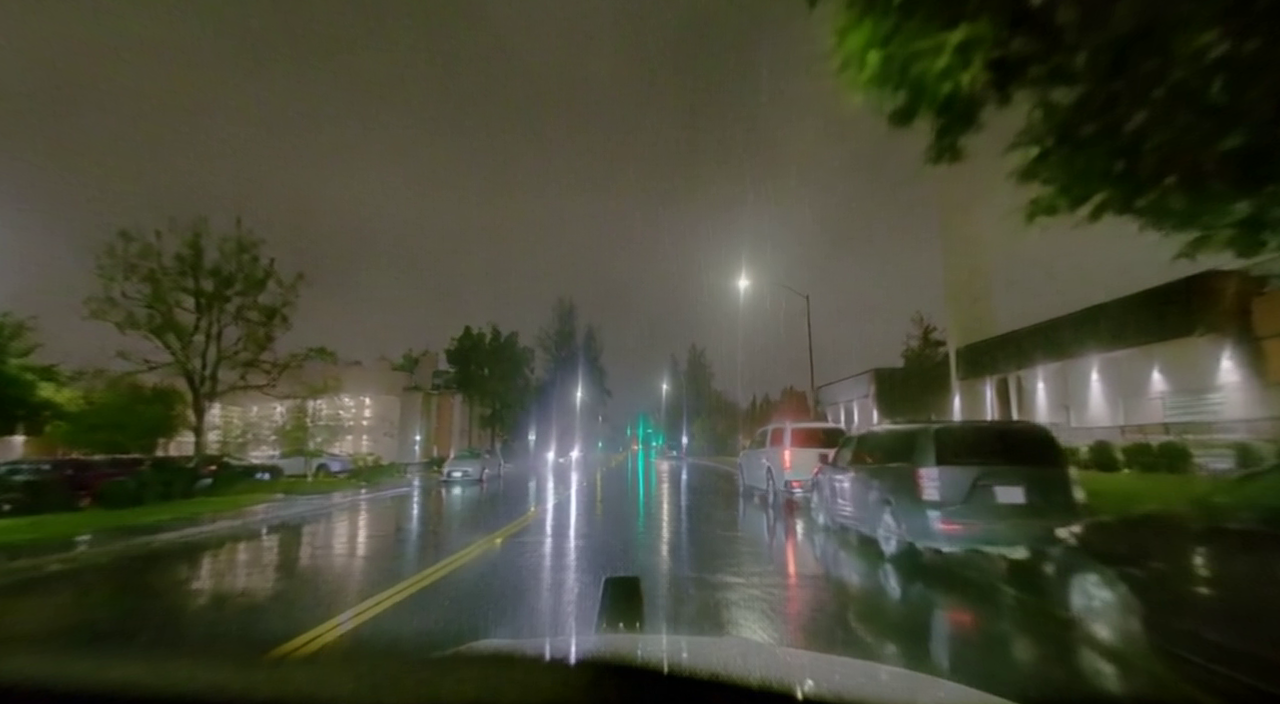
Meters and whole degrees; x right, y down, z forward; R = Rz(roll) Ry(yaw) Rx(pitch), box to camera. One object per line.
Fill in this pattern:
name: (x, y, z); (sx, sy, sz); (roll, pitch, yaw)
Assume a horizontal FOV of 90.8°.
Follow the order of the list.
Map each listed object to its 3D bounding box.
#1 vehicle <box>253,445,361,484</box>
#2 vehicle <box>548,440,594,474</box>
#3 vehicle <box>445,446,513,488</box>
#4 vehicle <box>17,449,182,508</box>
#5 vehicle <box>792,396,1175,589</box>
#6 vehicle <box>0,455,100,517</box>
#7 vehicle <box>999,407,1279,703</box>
vehicle: (-15.613, 5.240, 29.591); (4.696, 1.681, 1.905); (-4, -9, 24)
vehicle: (-3.846, 5.916, 35.947); (2.088, 1.772, 4.375); (-1, -9, 0)
vehicle: (-7.136, 5.081, 28.394); (1.928, 1.537, 4.439); (-5, -8, -2)
vehicle: (-16.421, 3.759, 19.201); (4.452, 1.552, 2.158); (-5, -10, 27)
vehicle: (3.873, 1.706, 8.633); (2.094, 1.789, 5.286); (0, -9, -2)
vehicle: (-16.528, 3.432, 16.493); (4.018, 1.401, 1.912); (-4, -9, 21)
vehicle: (4.083, 0.982, 2.684); (1.952, 1.538, 5.215); (0, -8, -1)
